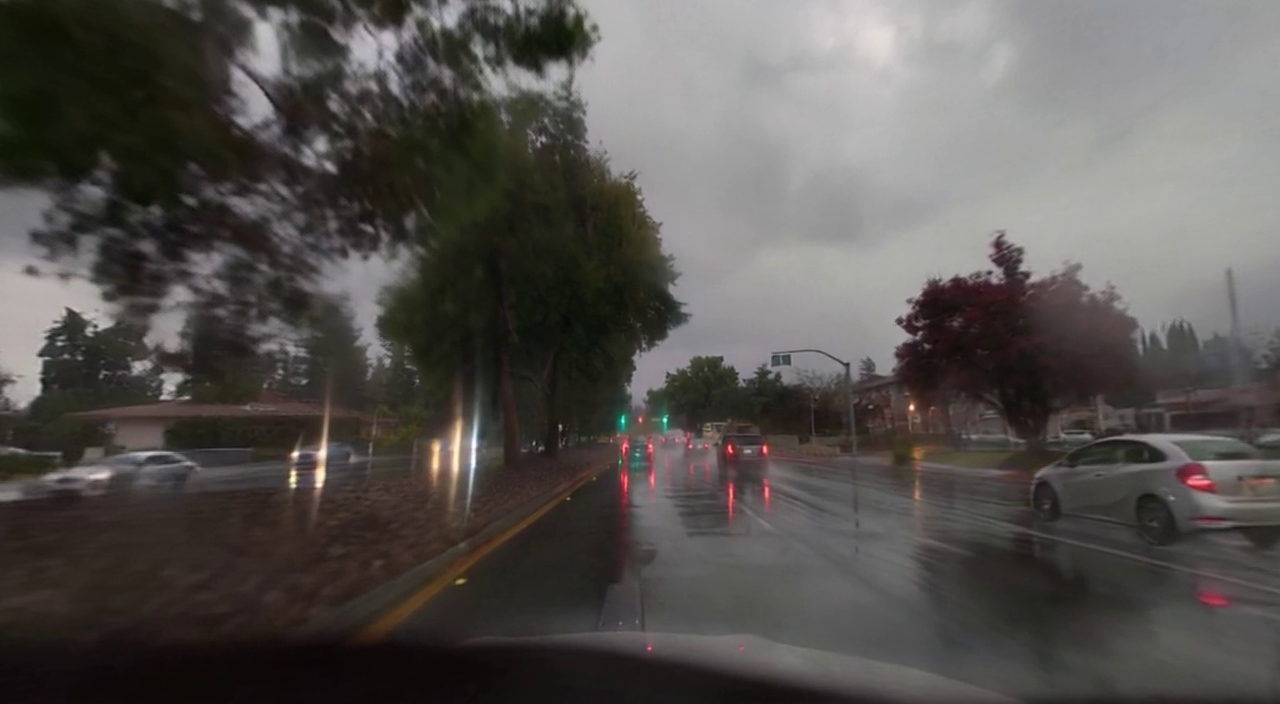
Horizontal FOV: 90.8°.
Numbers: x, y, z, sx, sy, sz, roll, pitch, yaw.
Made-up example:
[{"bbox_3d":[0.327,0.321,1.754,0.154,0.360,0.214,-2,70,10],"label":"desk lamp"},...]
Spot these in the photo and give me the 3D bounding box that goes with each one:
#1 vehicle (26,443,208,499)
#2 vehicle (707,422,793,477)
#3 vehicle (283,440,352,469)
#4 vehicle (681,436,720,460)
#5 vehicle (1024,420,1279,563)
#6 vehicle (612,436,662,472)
[{"bbox_3d":[-15.613,3.531,19.241,1.825,1.467,4.364,0,-8,-1],"label":"vehicle"},{"bbox_3d":[3.924,3.613,23.447,2.209,1.813,4.724,0,-8,-2],"label":"vehicle"},{"bbox_3d":[-19.802,6.300,39.001,1.923,1.703,4.469,0,-8,0],"label":"vehicle"},{"bbox_3d":[3.856,6.233,41.036,2.064,1.474,4.389,0,-8,-1],"label":"vehicle"},{"bbox_3d":[7.638,1.786,8.808,1.949,1.492,4.103,0,-8,-1],"label":"vehicle"},{"bbox_3d":[-0.123,4.373,27.347,1.988,1.418,4.214,0,-8,-1],"label":"vehicle"}]
